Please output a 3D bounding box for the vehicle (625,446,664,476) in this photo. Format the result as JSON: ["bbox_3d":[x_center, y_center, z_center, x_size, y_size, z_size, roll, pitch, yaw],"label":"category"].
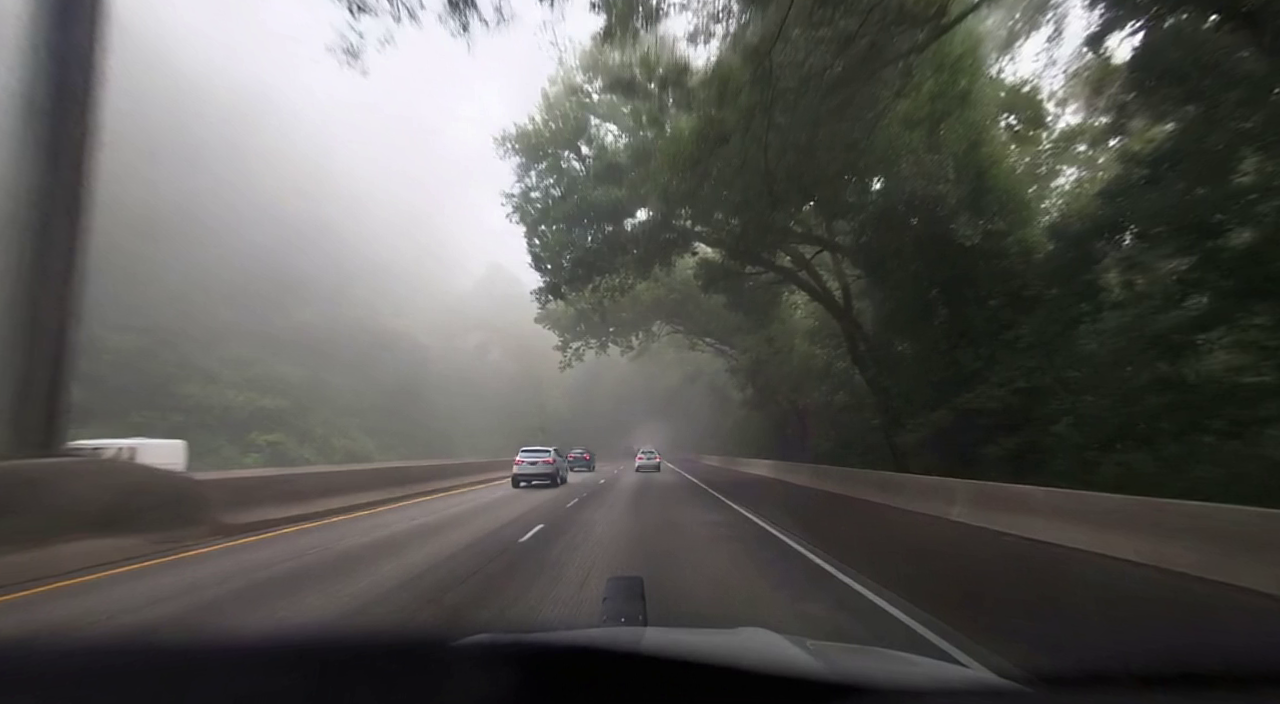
[{"bbox_3d":[0.220,5.817,33.737,2.001,1.490,3.914,0,-9,0],"label":"vehicle"}]

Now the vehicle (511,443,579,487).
[{"bbox_3d":[-3.554,4.306,24.218,1.978,1.538,3.755,0,-9,1],"label":"vehicle"}]

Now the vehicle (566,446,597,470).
[{"bbox_3d":[-4.132,7.555,45.063,1.834,1.615,3.624,0,-9,1],"label":"vehicle"}]

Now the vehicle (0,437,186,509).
[{"bbox_3d":[-16.378,3.519,18.784,2.052,1.835,4.760,0,-9,0],"label":"vehicle"}]
